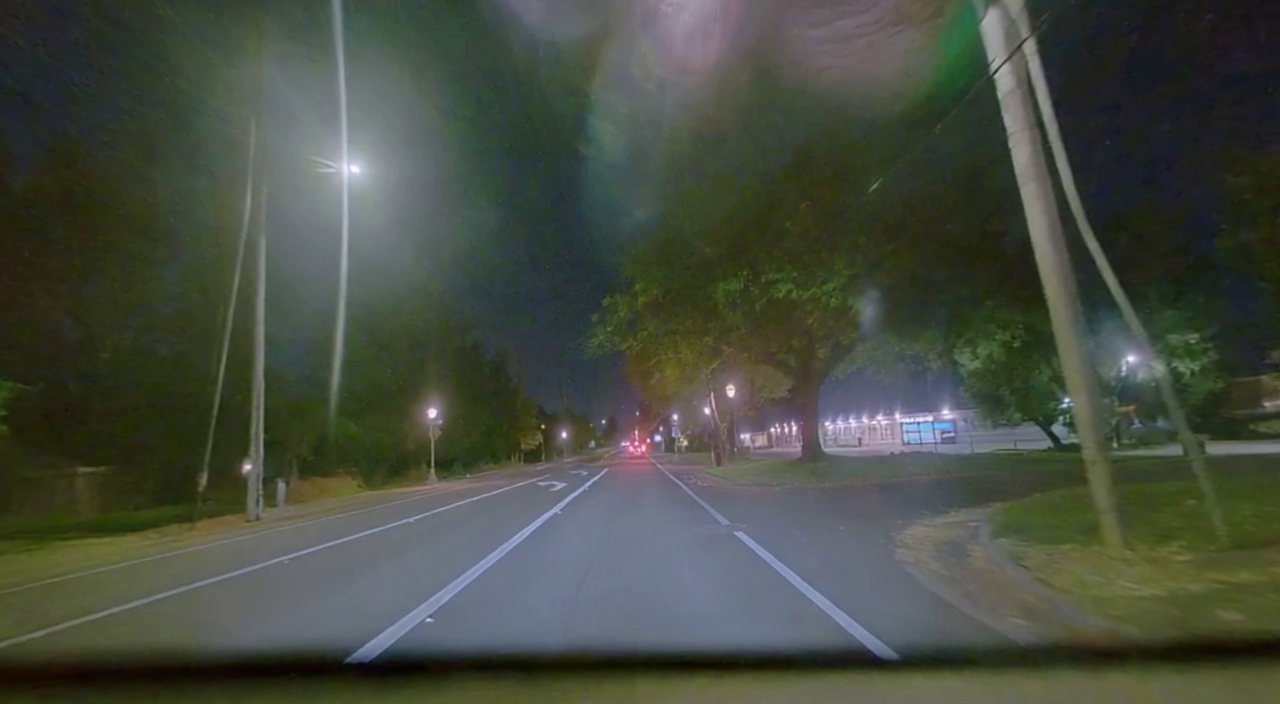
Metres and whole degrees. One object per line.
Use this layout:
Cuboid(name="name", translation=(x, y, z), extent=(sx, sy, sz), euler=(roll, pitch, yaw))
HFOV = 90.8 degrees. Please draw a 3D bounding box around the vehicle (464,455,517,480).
Cuboid(name="vehicle", translation=(-9.802, 7.462, 41.191), extent=(2.061, 1.475, 4.357), euler=(5, -10, -32))
